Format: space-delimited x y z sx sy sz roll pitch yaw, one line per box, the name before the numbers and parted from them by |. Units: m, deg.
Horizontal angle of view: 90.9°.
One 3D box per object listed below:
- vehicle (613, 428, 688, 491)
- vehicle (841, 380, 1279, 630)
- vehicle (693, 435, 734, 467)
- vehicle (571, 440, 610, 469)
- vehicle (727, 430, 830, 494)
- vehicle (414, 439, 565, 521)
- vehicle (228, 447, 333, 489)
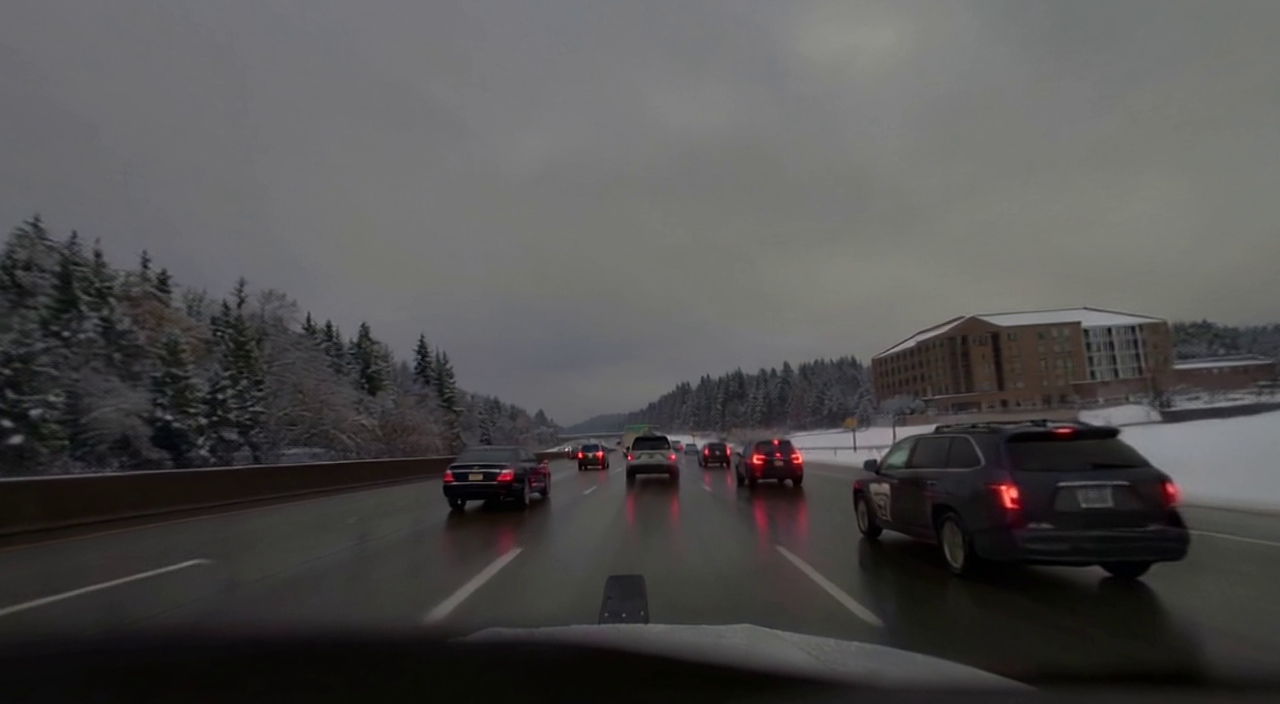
vehicle | 0.326 3.465 20.603 2.153 1.805 4.631 -1 -9 1
vehicle | 3.927 1.389 6.655 2.156 1.701 4.494 -1 -9 1
vehicle | 4.508 6.152 39.326 2.039 1.832 3.989 0 -9 0
vehicle | -3.022 6.380 39.388 1.951 1.694 4.188 -1 -9 2
vehicle | 3.958 3.233 18.852 2.094 1.676 4.309 0 -9 0
vehicle | -3.010 2.689 13.866 1.965 1.443 4.968 -1 -9 2
vehicle | -17.115 5.511 30.358 2.104 1.780 4.783 -1 -9 2
